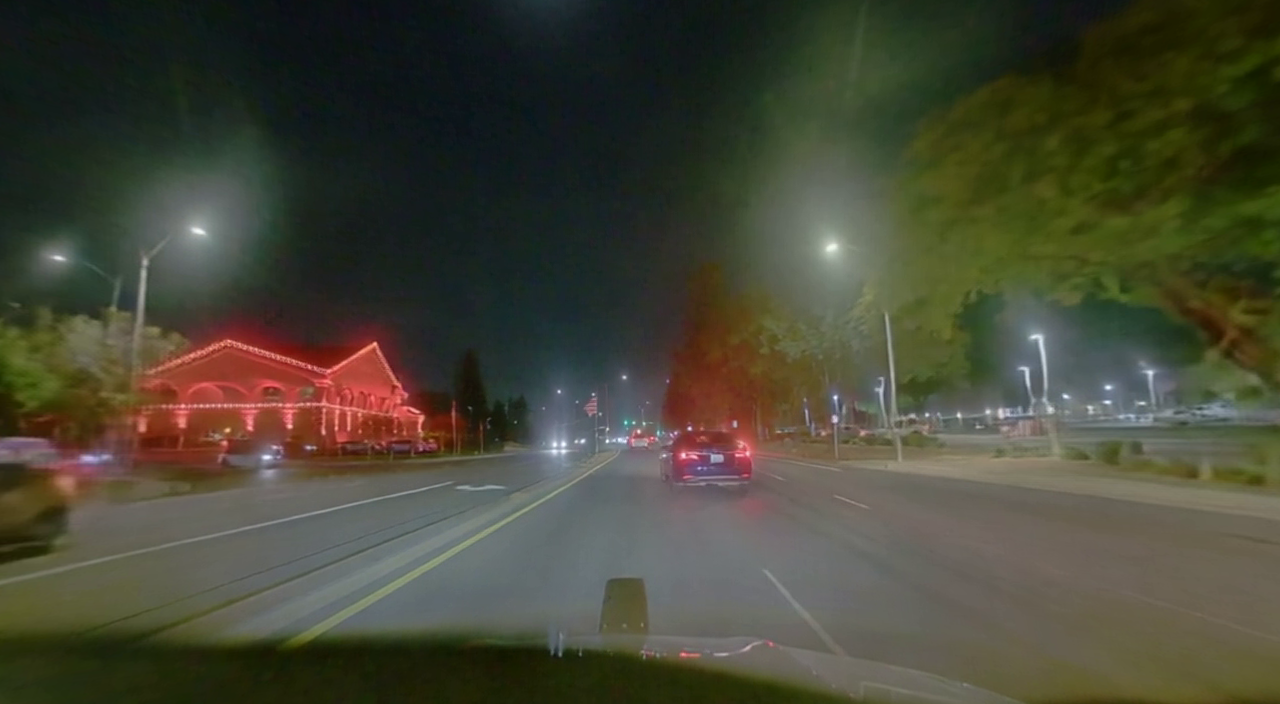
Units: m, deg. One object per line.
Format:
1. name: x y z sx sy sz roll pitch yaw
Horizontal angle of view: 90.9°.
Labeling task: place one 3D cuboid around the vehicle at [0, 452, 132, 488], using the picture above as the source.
1. vehicle: -23.497 4.793 25.672 4.077 1.342 1.813 -1 -8 4

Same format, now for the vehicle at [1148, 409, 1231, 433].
1. vehicle: 34.135 4.350 39.324 1.882 1.392 4.562 -2 -8 12

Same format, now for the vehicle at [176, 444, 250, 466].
1. vehicle: -33.572 8.068 49.638 4.214 1.609 2.092 0 -8 -2

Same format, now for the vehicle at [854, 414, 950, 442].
1. vehicle: 19.563 5.726 47.200 6.173 1.962 2.208 0 -9 0

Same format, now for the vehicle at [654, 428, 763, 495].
1. vehicle: 1.610 2.816 16.612 2.091 1.472 4.697 0 -8 -3
